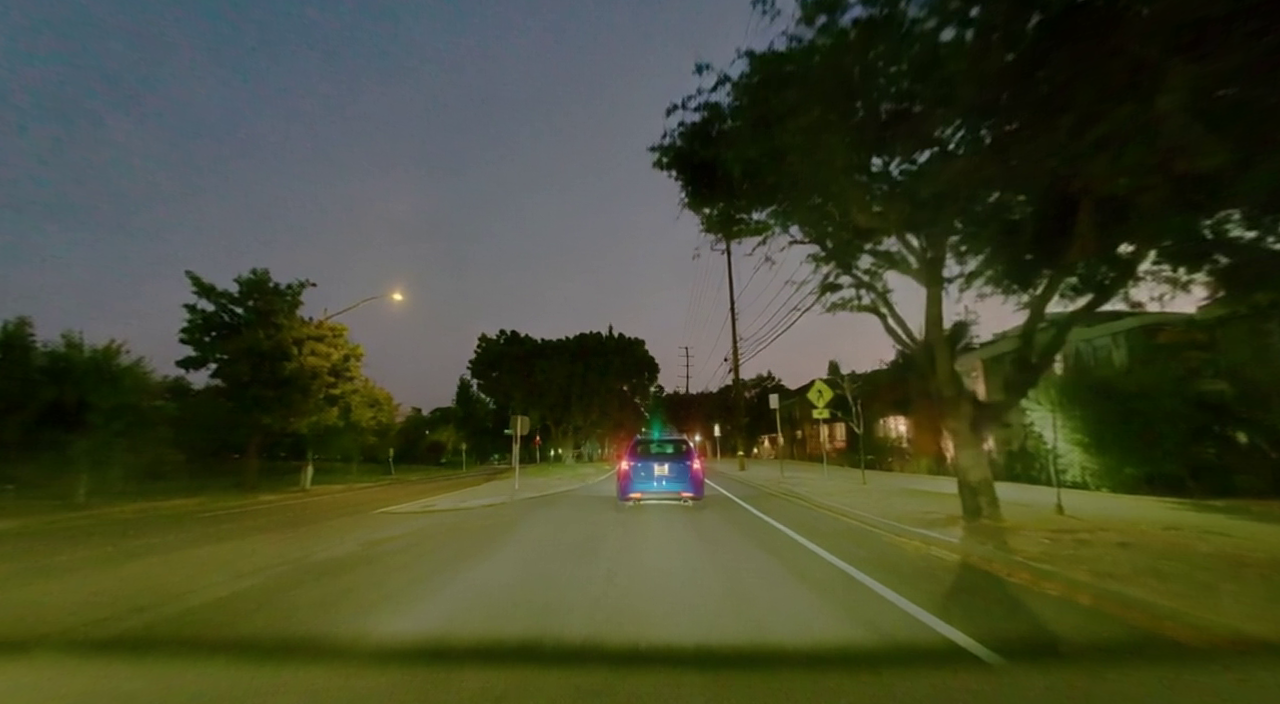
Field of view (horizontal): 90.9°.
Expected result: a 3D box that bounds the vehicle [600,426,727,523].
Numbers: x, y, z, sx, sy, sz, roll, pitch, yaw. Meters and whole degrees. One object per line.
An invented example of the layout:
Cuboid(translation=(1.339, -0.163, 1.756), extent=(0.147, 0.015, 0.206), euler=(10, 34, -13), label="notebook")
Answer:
Cuboid(translation=(0.405, 2.436, 13.045), extent=(2.200, 1.653, 4.127), euler=(0, -8, 0), label="vehicle")
